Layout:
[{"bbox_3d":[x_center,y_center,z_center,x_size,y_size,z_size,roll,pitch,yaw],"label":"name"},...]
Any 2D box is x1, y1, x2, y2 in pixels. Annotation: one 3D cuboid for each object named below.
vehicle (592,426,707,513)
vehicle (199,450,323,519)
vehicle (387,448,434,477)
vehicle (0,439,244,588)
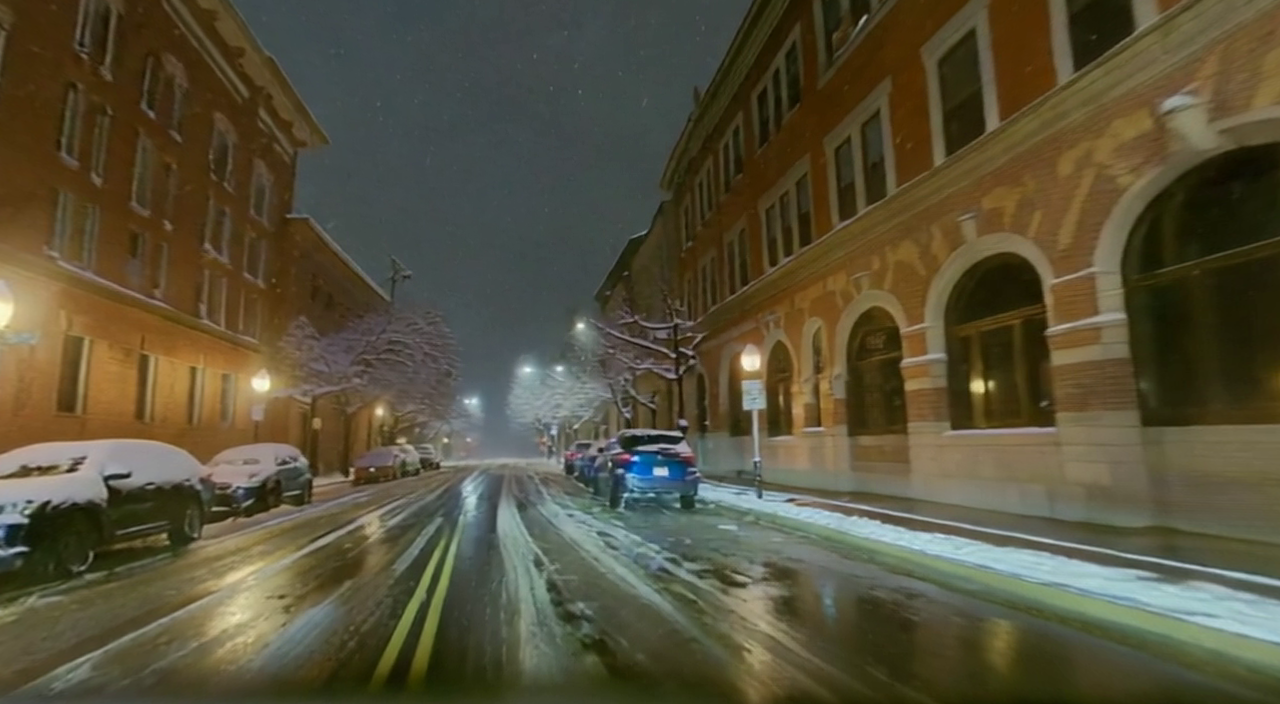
[{"bbox_3d":[0.040,2.806,15.597,1.953,1.804,4.518,1,-9,-11],"label":"vehicle"},{"bbox_3d":[-9.605,3.317,16.286,1.631,1.459,3.489,0,-8,-12],"label":"vehicle"},{"bbox_3d":[-13.414,6.442,37.022,1.934,1.478,4.180,1,-8,-11],"label":"vehicle"},{"bbox_3d":[-8.314,2.236,9.793,2.186,1.705,5.078,2,-8,-15],"label":"vehicle"}]
